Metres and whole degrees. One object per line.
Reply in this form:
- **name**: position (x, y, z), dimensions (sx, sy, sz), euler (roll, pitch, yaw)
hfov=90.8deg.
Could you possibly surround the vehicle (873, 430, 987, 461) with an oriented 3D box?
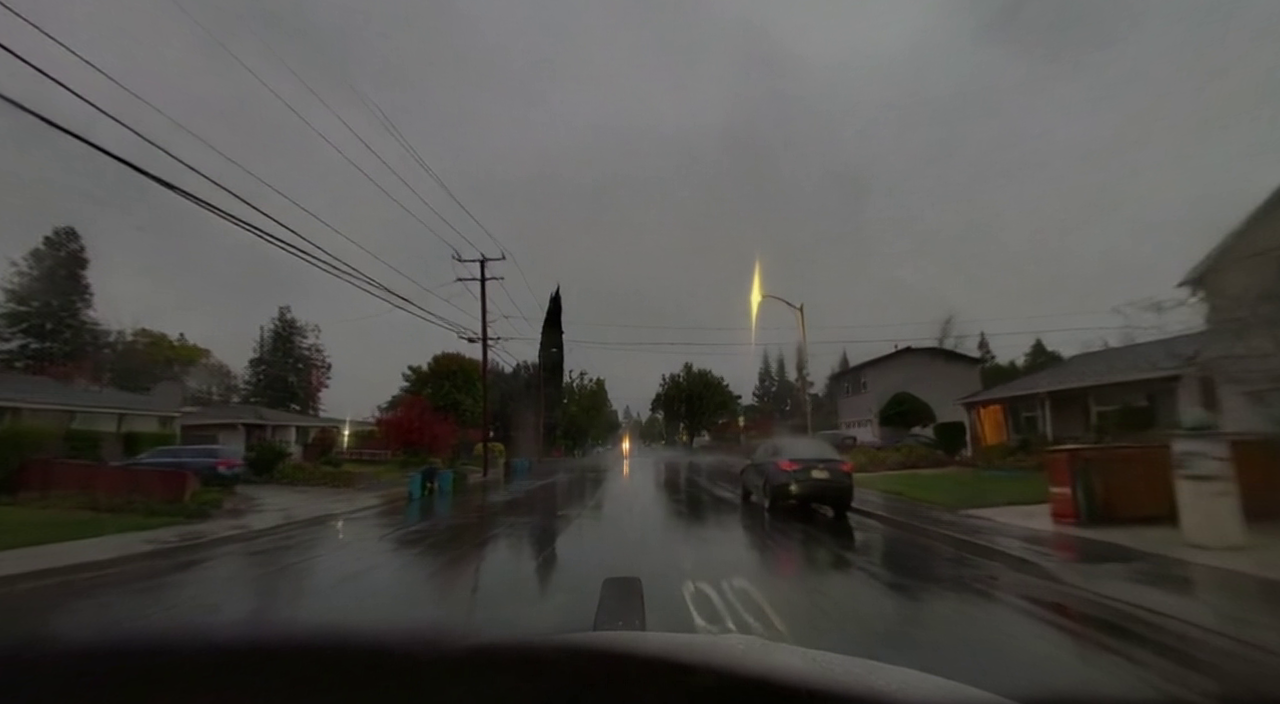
- **vehicle**: position (14.427, 4.687, 31.669), dimensions (4.737, 1.493, 2.001), euler (-1, -8, 4)

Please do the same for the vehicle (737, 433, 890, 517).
- **vehicle**: position (3.547, 2.601, 13.943), dimensions (2.012, 1.531, 4.557), euler (0, -8, -1)
